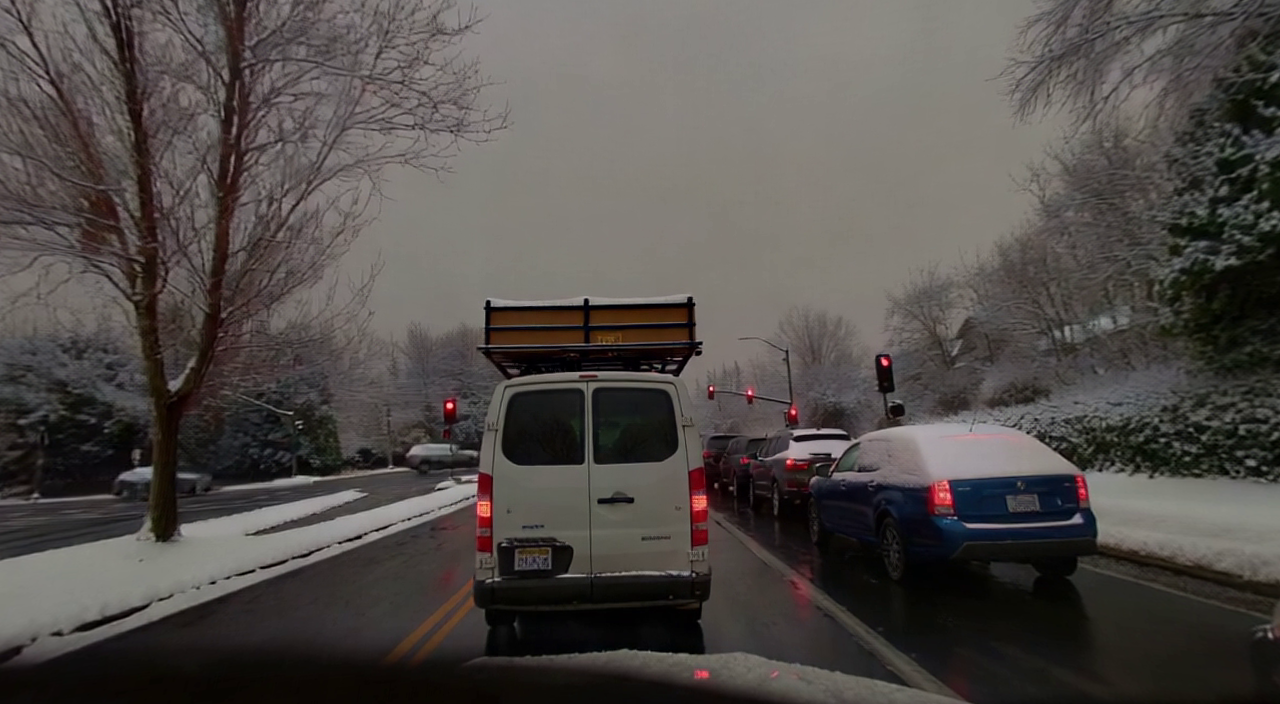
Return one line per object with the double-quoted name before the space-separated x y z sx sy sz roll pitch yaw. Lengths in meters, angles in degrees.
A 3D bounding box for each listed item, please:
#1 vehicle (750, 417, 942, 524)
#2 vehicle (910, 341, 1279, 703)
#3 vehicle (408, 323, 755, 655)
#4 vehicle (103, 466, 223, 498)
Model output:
"vehicle" 3.678 2.214 12.273 2.024 1.692 4.252 1 -9 -4
"vehicle" 3.443 0.940 3.400 1.965 1.671 4.146 0 -9 -3
"vehicle" -0.371 1.159 6.186 2.145 2.089 4.309 0 -9 0
"vehicle" -22.461 6.114 29.918 4.135 1.321 1.687 2 -9 -16
